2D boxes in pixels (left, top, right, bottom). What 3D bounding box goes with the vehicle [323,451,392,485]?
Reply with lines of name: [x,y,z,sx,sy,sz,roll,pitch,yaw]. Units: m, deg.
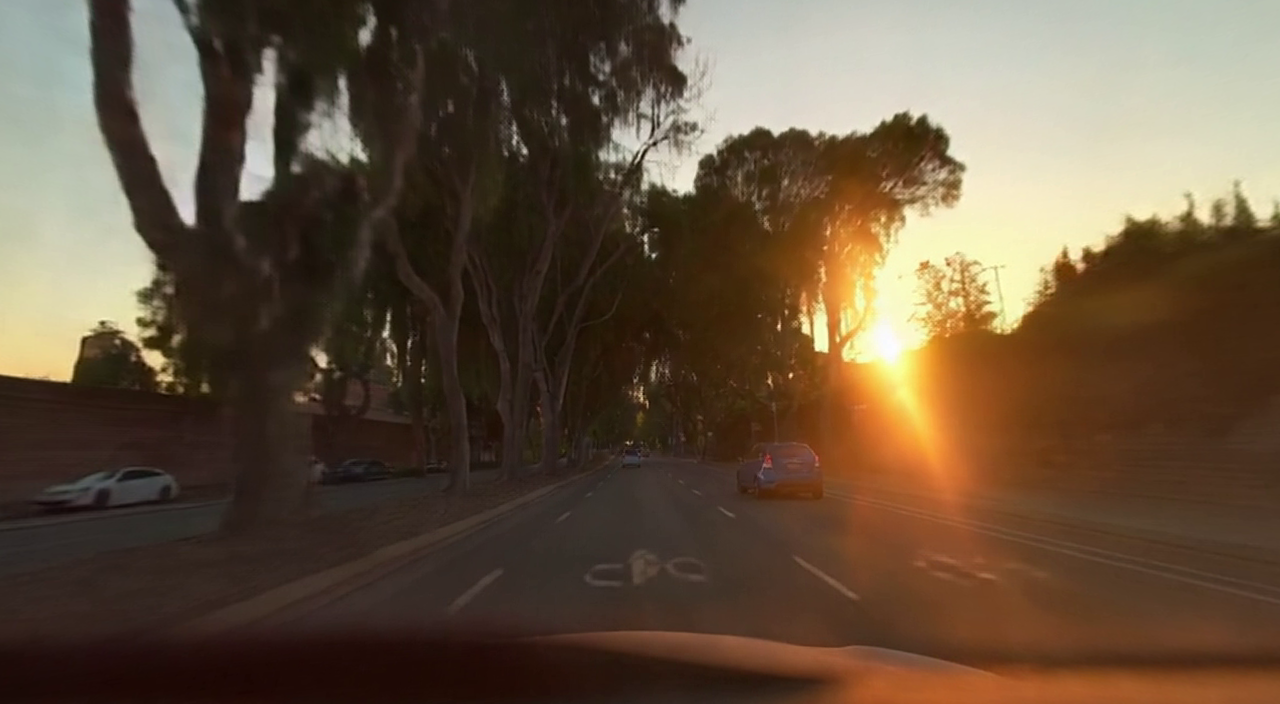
vehicle: [-17.595,7.235,39.701,2.075,1.909,5.064,0,-8,-1]

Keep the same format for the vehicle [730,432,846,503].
vehicle: [4.086,3.264,18.318,2.155,1.752,4.456,0,-8,-1]

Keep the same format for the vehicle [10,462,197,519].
vehicle: [-17.507,4.511,21.048,2.071,1.489,4.724,-1,-8,0]

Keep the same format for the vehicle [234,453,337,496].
vehicle: [-17.323,5.962,31.242,2.096,1.816,5.362,-4,-9,-1]
